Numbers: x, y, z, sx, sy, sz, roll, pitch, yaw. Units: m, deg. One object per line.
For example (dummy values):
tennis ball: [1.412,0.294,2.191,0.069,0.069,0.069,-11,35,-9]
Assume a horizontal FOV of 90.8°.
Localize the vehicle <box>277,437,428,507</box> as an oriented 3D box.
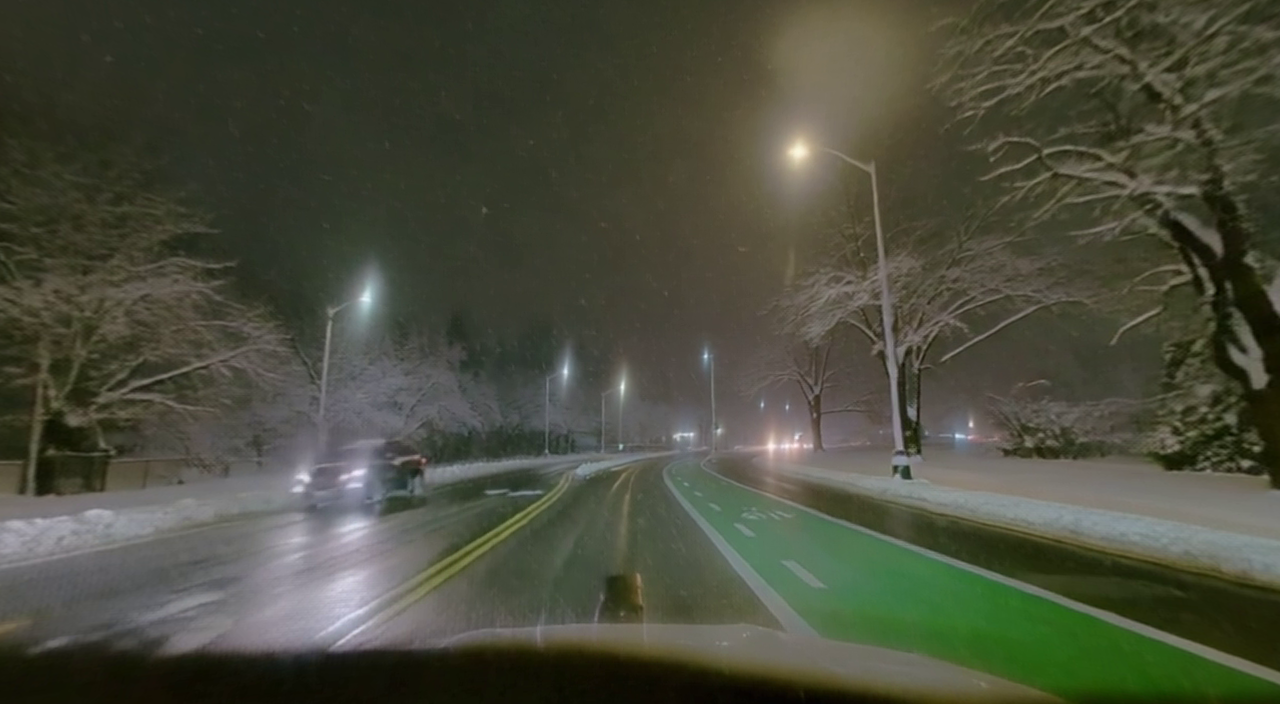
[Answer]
vehicle: [-7.994,3.354,18.165,2.065,1.744,4.566,-1,-8,2]
